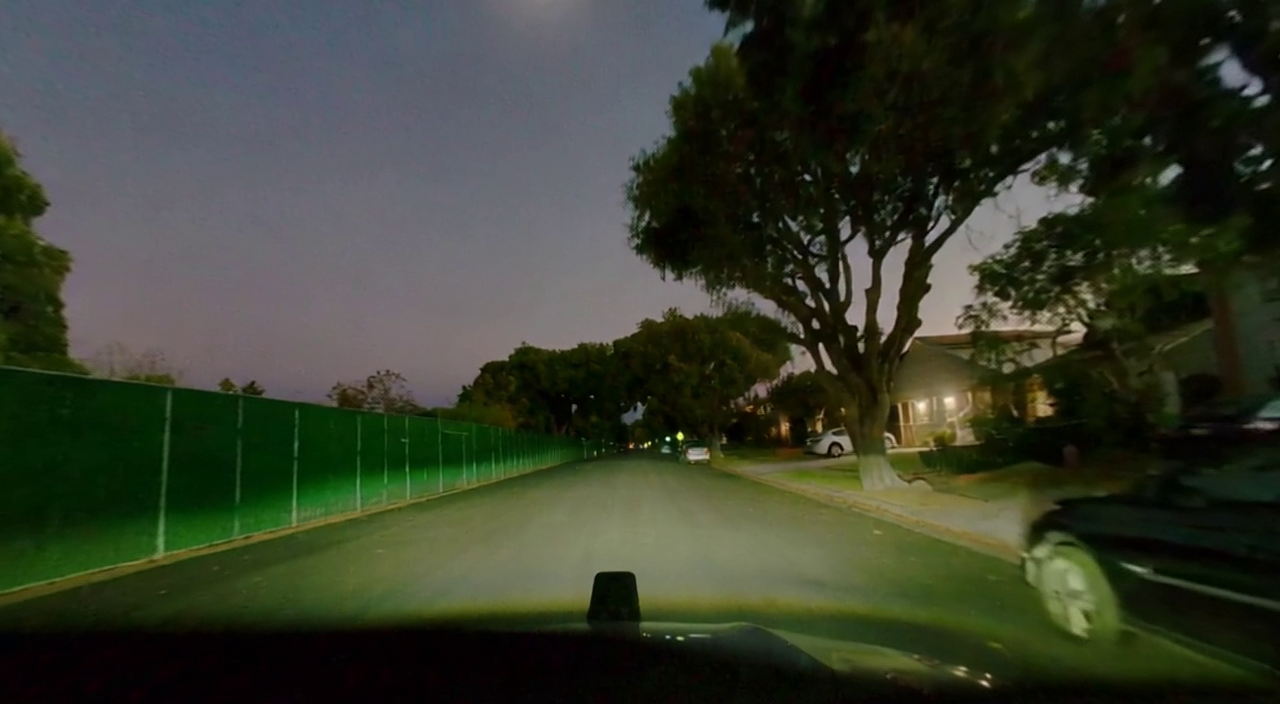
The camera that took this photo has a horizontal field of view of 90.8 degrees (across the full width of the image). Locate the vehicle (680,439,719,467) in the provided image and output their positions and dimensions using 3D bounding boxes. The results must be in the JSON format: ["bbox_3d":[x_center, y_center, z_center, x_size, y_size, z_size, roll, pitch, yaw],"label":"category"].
[{"bbox_3d":[3.853,6.681,41.928,2.122,1.673,4.876,0,-8,0],"label":"vehicle"}]

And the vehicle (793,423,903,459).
[{"bbox_3d":[11.025,4.786,33.819,5.046,1.800,2.201,-1,-8,1],"label":"vehicle"}]

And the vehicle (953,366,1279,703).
[{"bbox_3d":[3.670,0.922,2.849,2.165,1.688,4.642,-2,-9,1],"label":"vehicle"}]
